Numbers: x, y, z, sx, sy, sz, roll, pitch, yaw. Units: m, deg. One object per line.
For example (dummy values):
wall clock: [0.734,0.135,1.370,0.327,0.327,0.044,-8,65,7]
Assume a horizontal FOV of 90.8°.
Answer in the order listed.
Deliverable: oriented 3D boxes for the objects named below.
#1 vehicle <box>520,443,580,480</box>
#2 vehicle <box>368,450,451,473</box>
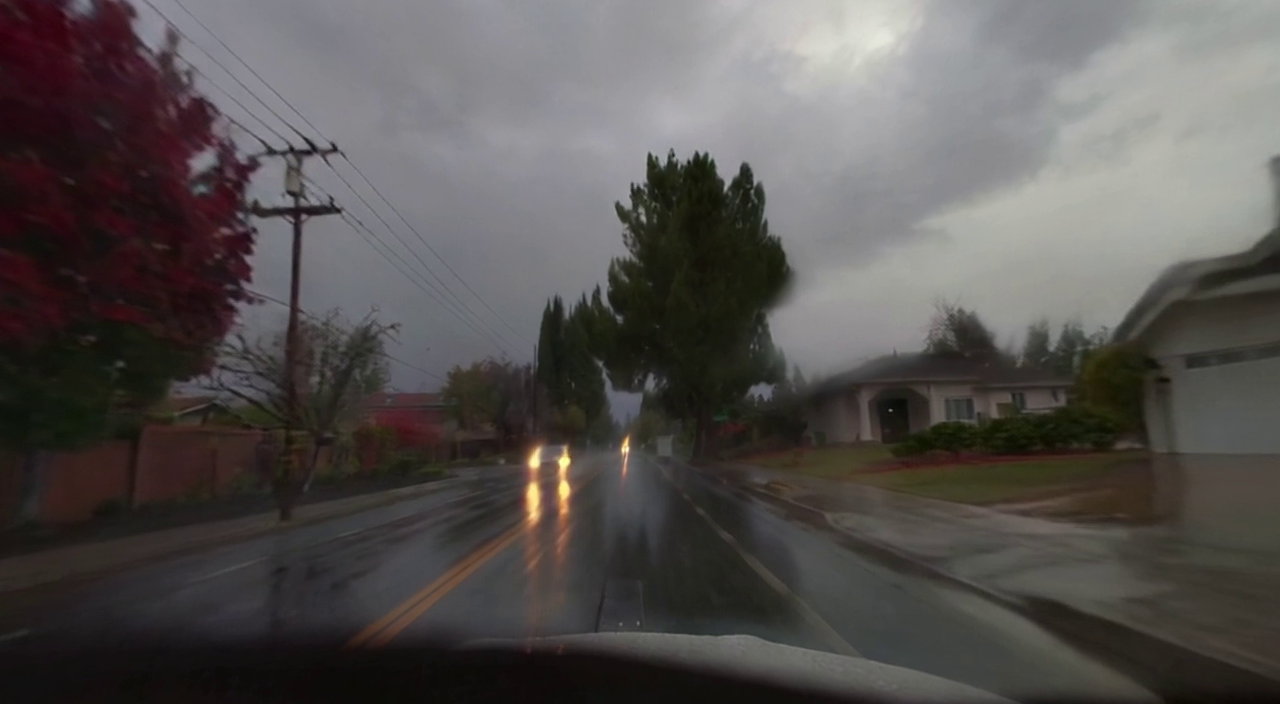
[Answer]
vehicle: [-3.967,4.915,28.637,1.996,1.519,4.559,0,-9,0]
vehicle: [-15.330,7.289,42.137,4.779,1.453,1.970,-2,-9,10]
